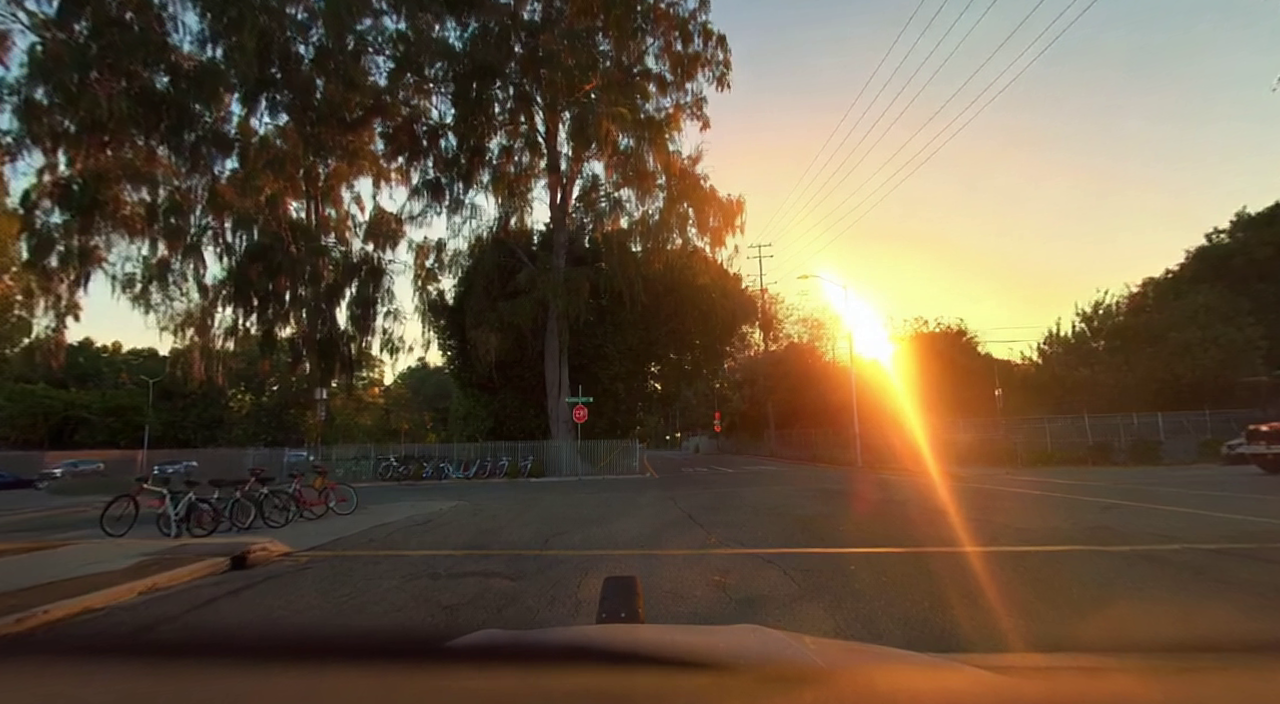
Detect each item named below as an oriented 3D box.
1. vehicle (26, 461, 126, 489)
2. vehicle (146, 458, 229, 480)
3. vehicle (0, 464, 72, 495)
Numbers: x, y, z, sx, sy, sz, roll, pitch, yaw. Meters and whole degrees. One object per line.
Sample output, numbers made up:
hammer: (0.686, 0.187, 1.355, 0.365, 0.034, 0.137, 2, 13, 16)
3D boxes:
vehicle: (-34.114, 7.423, 38.281, 4.210, 1.528, 1.932, 0, -9, 0)
vehicle: (-33.675, 8.699, 47.094, 4.569, 1.558, 1.903, 0, -9, -5)
vehicle: (-33.091, 6.675, 33.200, 4.546, 1.468, 1.901, 0, -9, 0)
